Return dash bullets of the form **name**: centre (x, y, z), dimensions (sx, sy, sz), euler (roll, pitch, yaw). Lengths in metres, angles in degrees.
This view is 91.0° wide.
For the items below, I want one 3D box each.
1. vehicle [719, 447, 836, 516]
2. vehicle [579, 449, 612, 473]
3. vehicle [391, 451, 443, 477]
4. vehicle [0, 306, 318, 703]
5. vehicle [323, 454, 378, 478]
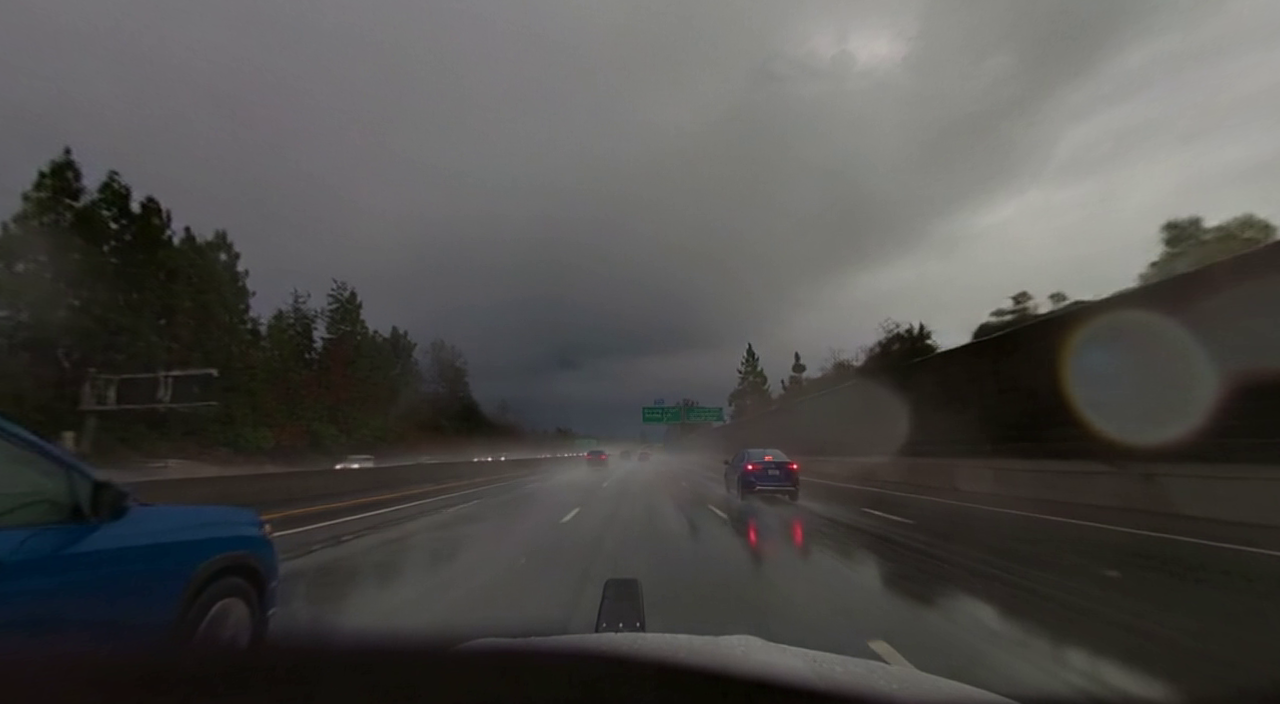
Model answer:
- **vehicle**: centre (3.272, 3.161, 15.905), dimensions (1.979, 1.486, 4.125), euler (0, -9, -1)
- **vehicle**: centre (-3.084, 7.634, 44.505), dimensions (2.030, 1.563, 4.389), euler (0, -9, 0)
- **vehicle**: centre (-14.842, 7.433, 42.152), dimensions (1.871, 1.575, 4.290), euler (0, -9, 1)
- **vehicle**: centre (-3.170, 0.688, 1.773), dimensions (2.137, 1.756, 4.453), euler (0, -9, 0)
- **vehicle**: centre (-21.366, 8.402, 46.694), dimensions (1.883, 1.620, 4.473), euler (0, -9, 2)
